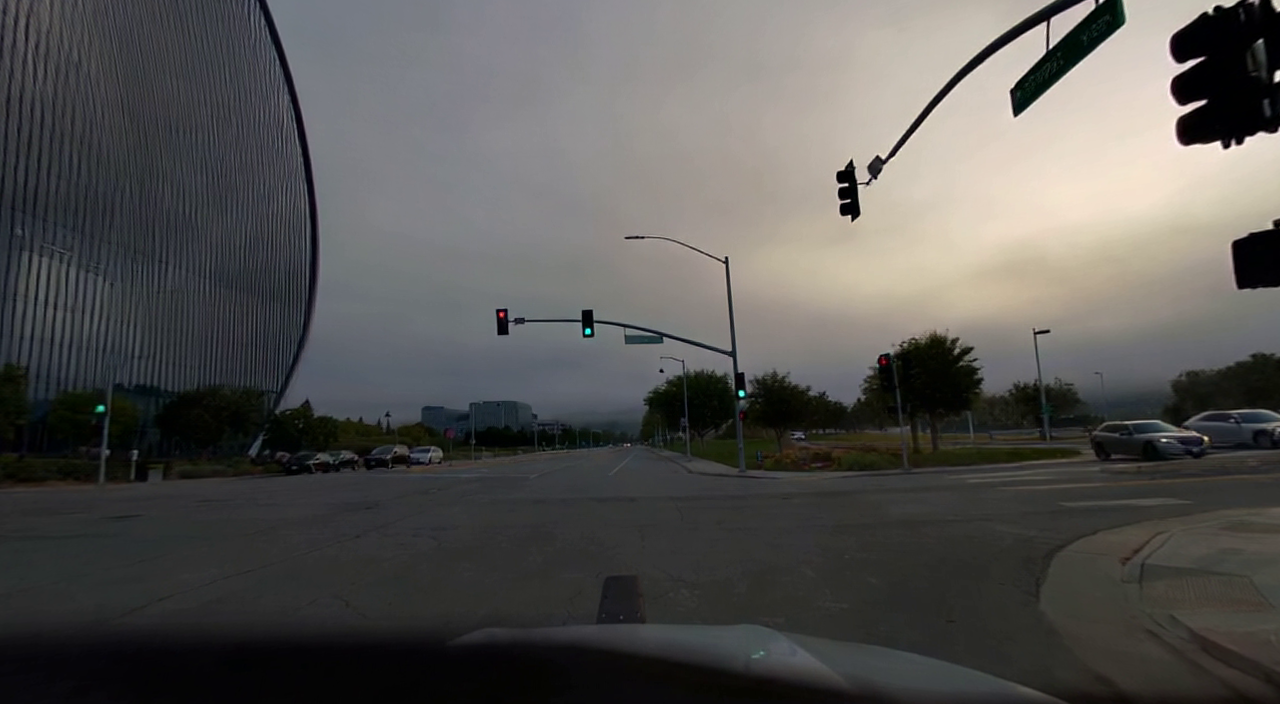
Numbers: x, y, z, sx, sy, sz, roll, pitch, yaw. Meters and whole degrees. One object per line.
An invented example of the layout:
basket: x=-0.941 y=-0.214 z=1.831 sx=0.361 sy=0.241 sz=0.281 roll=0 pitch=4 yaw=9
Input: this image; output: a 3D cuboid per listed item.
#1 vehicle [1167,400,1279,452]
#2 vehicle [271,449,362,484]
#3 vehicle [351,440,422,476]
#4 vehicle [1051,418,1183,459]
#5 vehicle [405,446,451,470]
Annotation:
vehicle: x=24.403 y=3.019 z=25.178 sx=2.109 sy=1.836 sz=5.080 roll=-2 pitch=-10 yaw=0
vehicle: x=-14.828 y=5.243 z=29.202 sx=1.790 sy=1.437 sz=4.349 roll=0 pitch=-9 yaw=2
vehicle: x=-14.886 y=6.256 z=37.372 sx=2.091 sy=1.915 sz=5.040 roll=0 pitch=-9 yaw=0
vehicle: x=19.064 y=3.523 z=25.485 sx=1.834 sy=1.480 sz=4.458 roll=0 pitch=-9 yaw=-1
vehicle: x=-15.141 y=7.612 z=45.263 sx=1.932 sy=1.605 sz=4.146 roll=1 pitch=-9 yaw=-1
